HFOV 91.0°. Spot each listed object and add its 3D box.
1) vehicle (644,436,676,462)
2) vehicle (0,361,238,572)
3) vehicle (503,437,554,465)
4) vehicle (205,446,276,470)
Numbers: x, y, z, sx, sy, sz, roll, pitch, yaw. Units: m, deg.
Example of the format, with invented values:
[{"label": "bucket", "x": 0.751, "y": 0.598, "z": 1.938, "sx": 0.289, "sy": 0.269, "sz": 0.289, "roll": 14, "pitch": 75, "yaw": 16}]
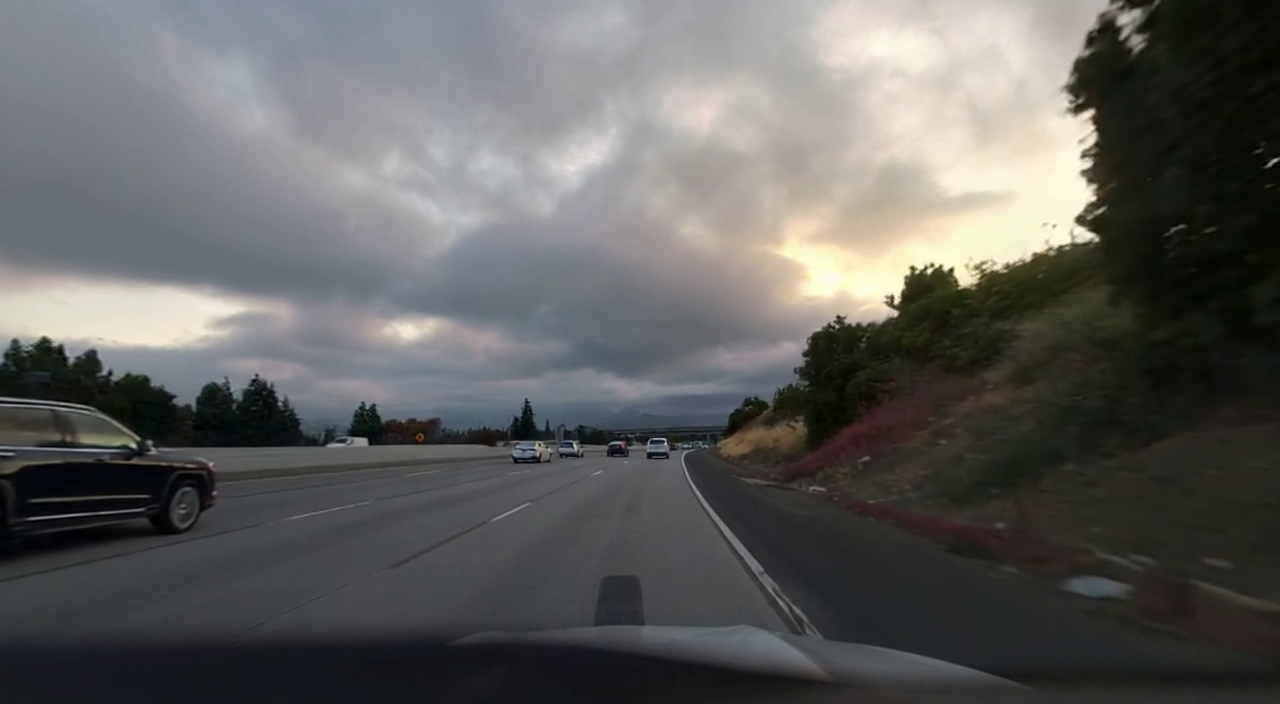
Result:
[{"label": "vehicle", "x": 1.488, "y": 6.835, "z": 44.581, "sx": 2.141, "sy": 1.706, "sz": 4.065, "roll": 0, "pitch": -8, "yaw": 4}, {"label": "vehicle", "x": -7.248, "y": 1.146, "z": 6.440, "sx": 2.438, "sy": 1.967, "sz": 5.596, "roll": 0, "pitch": -8, "yaw": 2}, {"label": "vehicle", "x": -6.616, "y": 5.915, "z": 37.823, "sx": 1.986, "sy": 1.534, "sz": 4.255, "roll": 0, "pitch": -8, "yaw": 4}, {"label": "vehicle", "x": -27.491, "y": 7.303, "z": 43.539, "sx": 1.819, "sy": 1.520, "sz": 4.464, "roll": 0, "pitch": -8, "yaw": 3}]
